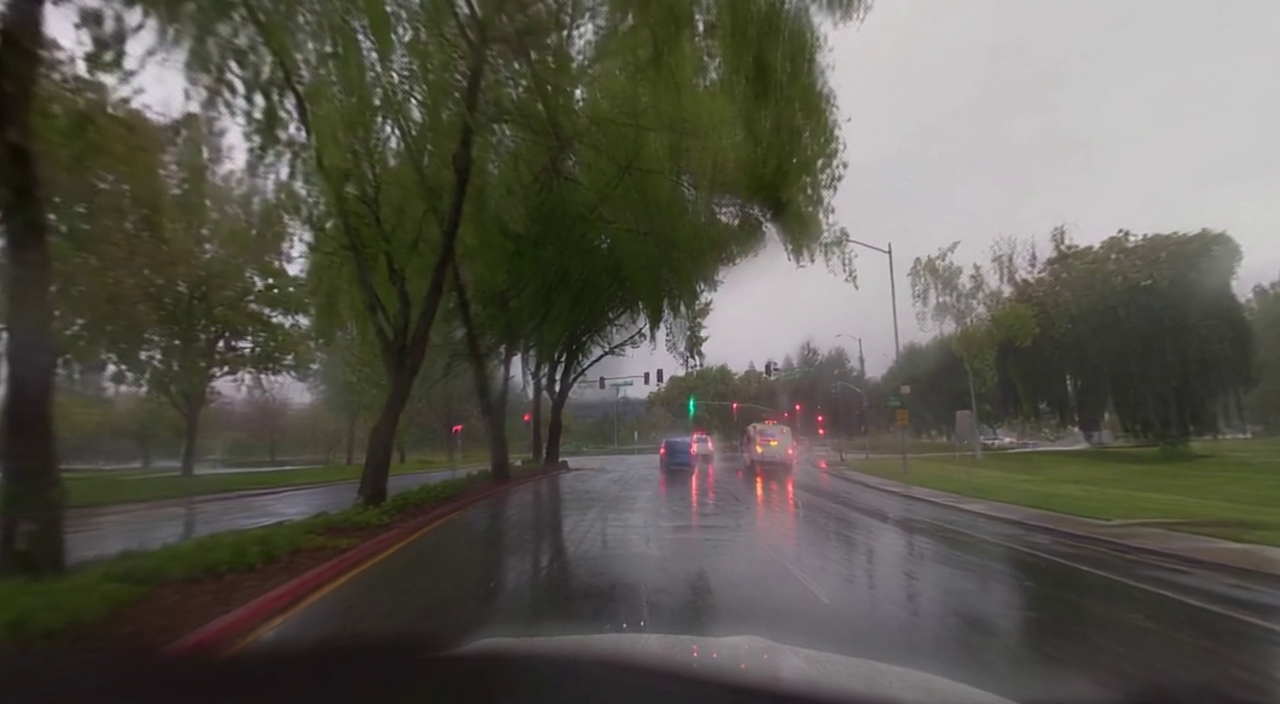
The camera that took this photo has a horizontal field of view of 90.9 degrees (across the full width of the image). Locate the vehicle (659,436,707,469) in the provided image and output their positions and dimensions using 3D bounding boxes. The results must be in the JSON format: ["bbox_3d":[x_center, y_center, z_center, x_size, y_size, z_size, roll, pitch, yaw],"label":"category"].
[{"bbox_3d":[2.164,4.887,30.723,2.066,1.482,4.273,-1,-8,7],"label":"vehicle"}]

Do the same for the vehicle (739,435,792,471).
[{"bbox_3d":[5.680,4.631,29.008,1.989,1.497,4.436,-1,-8,6],"label":"vehicle"}]

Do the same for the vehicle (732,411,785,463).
[{"bbox_3d":[7.539,5.584,41.054,2.721,3.047,7.204,-1,-9,6],"label":"vehicle"}]
